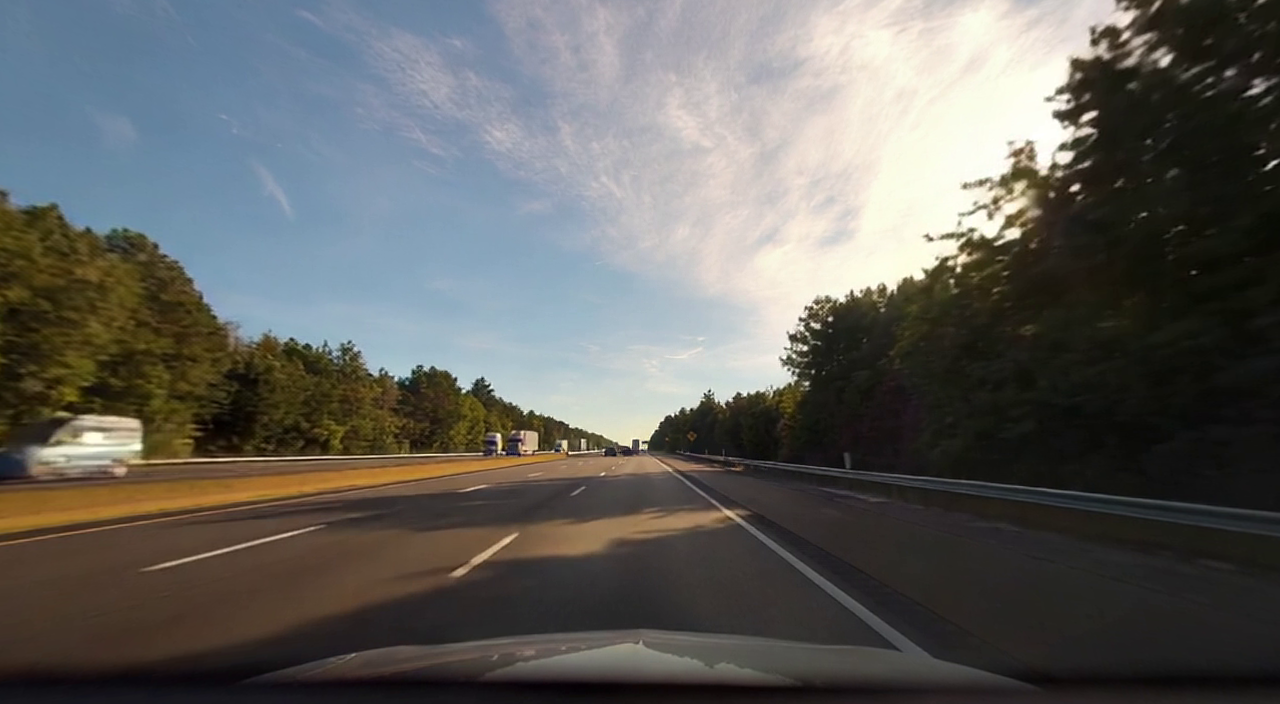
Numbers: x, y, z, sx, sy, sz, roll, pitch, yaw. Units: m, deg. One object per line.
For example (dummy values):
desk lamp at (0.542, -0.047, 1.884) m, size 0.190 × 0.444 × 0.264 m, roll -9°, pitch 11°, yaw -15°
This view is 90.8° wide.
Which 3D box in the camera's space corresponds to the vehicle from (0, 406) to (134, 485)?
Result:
vehicle at (-19.030, 2.913, 19.550) m, size 2.371 × 2.191 × 5.138 m, roll 0°, pitch -9°, yaw 0°
